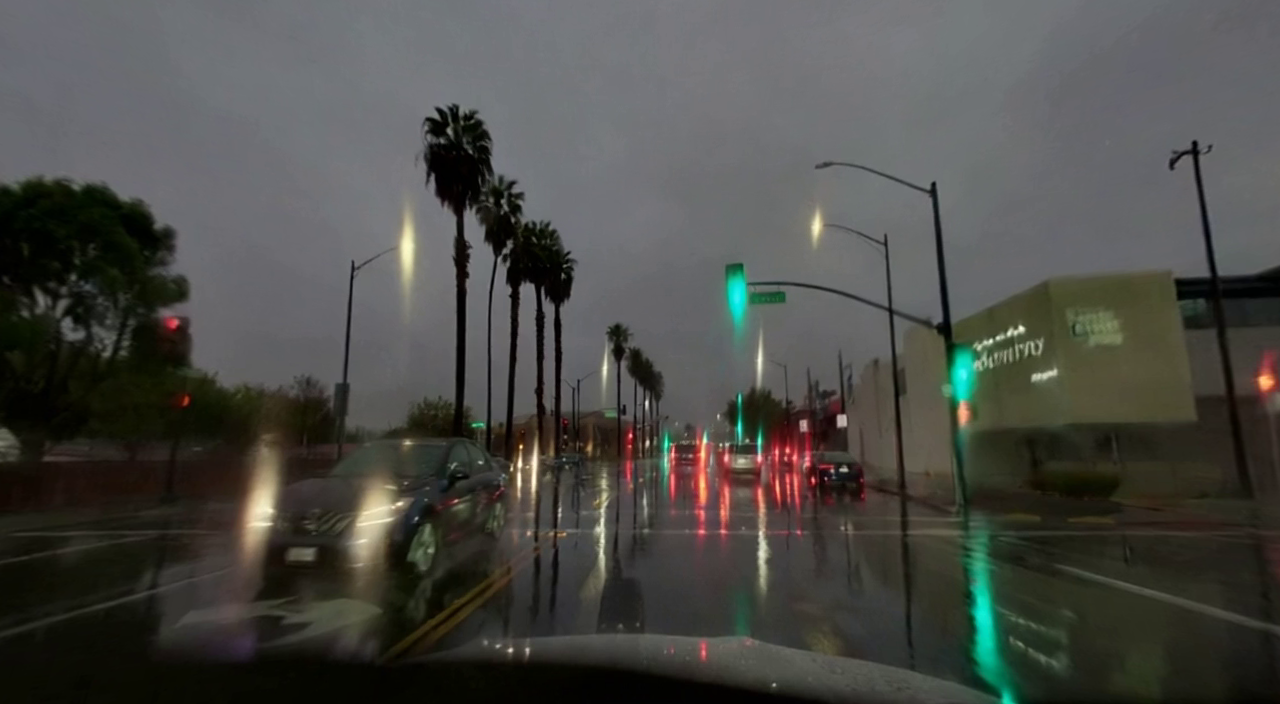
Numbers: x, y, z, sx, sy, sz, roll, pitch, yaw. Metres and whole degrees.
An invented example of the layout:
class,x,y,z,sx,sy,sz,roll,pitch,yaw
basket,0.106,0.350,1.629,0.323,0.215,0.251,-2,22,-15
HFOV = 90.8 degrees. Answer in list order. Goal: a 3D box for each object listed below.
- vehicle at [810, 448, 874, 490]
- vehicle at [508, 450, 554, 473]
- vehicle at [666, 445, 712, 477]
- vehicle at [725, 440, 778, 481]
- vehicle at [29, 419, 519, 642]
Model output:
class,x,y,z,sx,sy,sz,roll,pitch,yaw
vehicle,8.421,4.868,26.695,1.914,1.560,4.278,-2,-8,9
vehicle,-8.139,8.267,47.394,2.188,1.490,4.511,-4,-12,7
vehicle,2.455,5.316,31.210,2.088,1.452,3.993,-1,-8,6
vehicle,5.072,4.980,29.294,2.003,1.702,4.288,-1,-8,5
vehicle,-3.216,1.661,7.156,2.204,1.584,4.921,-1,-8,7
